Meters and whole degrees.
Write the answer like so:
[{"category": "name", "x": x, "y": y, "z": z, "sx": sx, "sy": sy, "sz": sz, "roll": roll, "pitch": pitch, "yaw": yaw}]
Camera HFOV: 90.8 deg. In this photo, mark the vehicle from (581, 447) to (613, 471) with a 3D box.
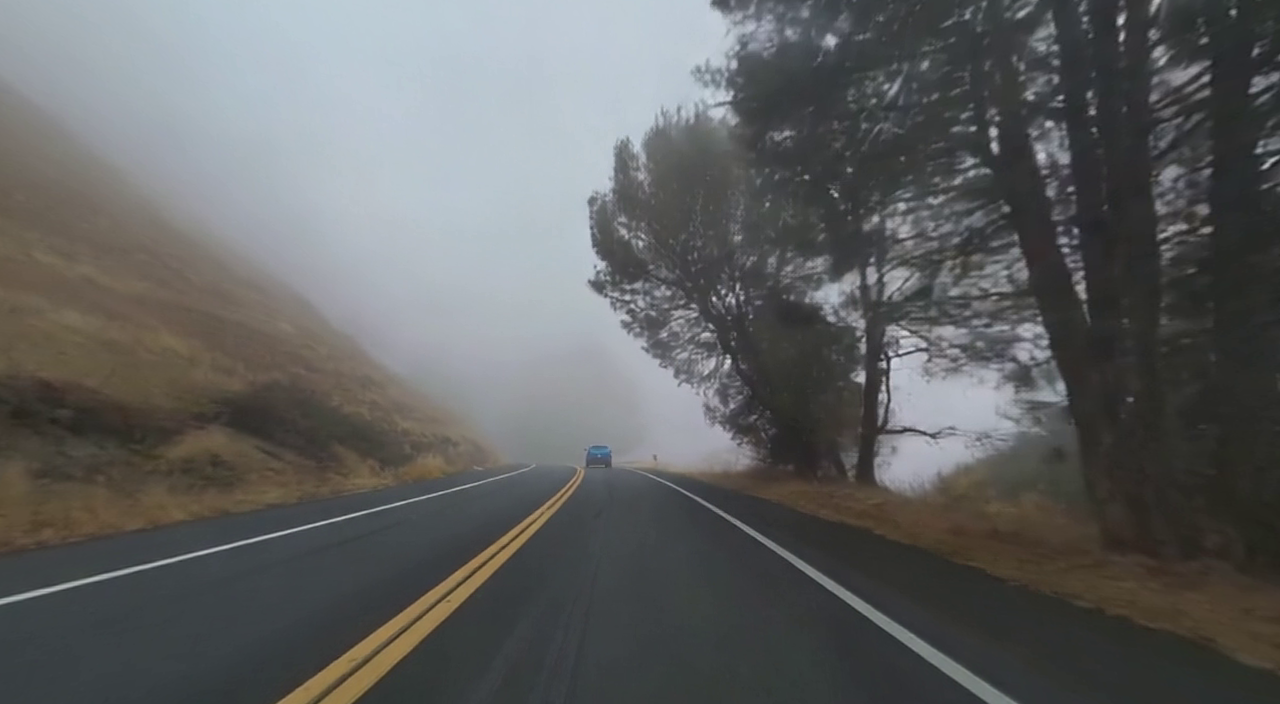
[{"category": "vehicle", "x": -3.390, "y": 8.241, "z": 49.000, "sx": 2.195, "sy": 1.749, "sz": 4.260, "roll": 1, "pitch": -9, "yaw": -8}]
